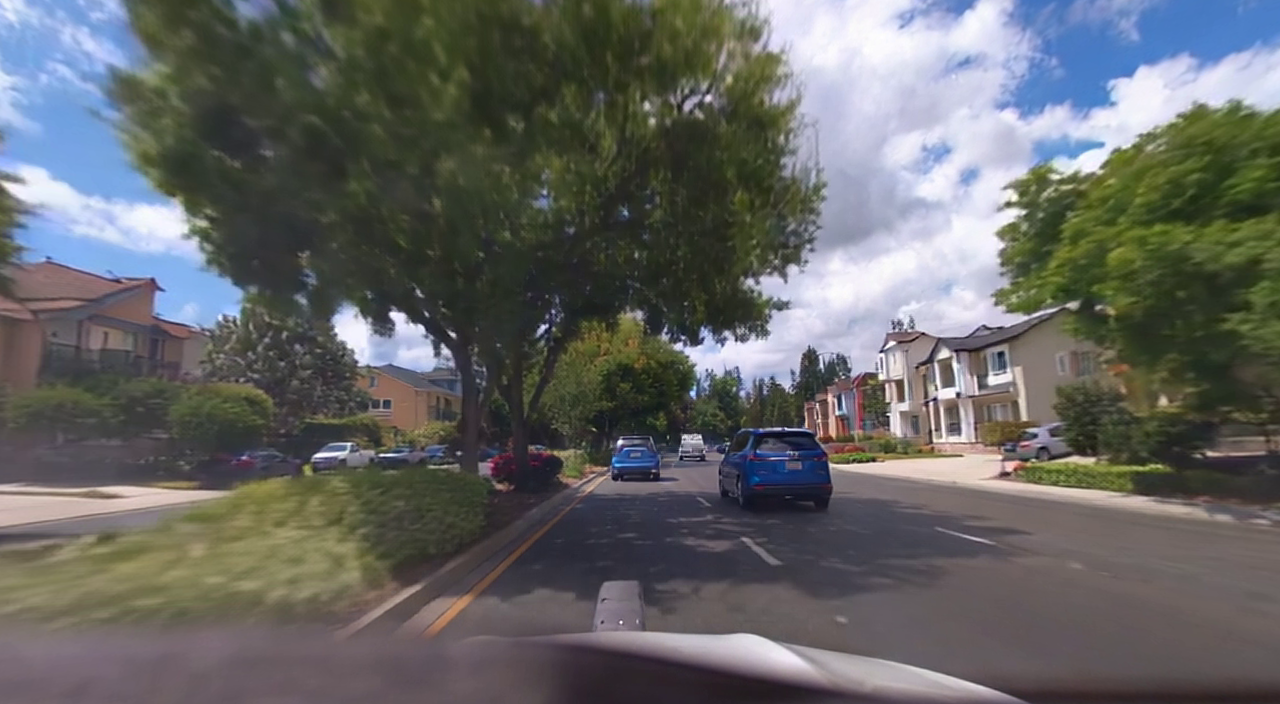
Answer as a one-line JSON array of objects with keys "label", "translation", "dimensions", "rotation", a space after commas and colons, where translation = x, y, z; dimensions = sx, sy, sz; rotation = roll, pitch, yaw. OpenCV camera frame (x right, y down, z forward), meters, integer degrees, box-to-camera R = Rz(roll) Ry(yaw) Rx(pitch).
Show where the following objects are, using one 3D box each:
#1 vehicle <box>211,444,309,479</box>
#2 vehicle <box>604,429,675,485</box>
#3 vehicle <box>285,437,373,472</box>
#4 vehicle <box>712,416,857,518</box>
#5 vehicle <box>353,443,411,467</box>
[{"label": "vehicle", "translation": [-18.644, 5.421, 31.333], "dimensions": [1.954, 1.570, 4.828], "rotation": [1, -10, -2]}, {"label": "vehicle", "translation": [0.043, 3.868, 23.560], "dimensions": [2.345, 1.841, 5.032], "rotation": [0, -9, 1]}, {"label": "vehicle", "translation": [-18.367, 6.143, 37.701], "dimensions": [2.195, 1.894, 5.489], "rotation": [-2, -10, 3]}, {"label": "vehicle", "translation": [2.872, 2.425, 13.726], "dimensions": [2.033, 1.823, 4.409], "rotation": [0, -9, -1]}, {"label": "vehicle", "translation": [-18.311, 7.372, 45.111], "dimensions": [1.961, 1.556, 4.791], "rotation": [-1, -10, 3]}]
